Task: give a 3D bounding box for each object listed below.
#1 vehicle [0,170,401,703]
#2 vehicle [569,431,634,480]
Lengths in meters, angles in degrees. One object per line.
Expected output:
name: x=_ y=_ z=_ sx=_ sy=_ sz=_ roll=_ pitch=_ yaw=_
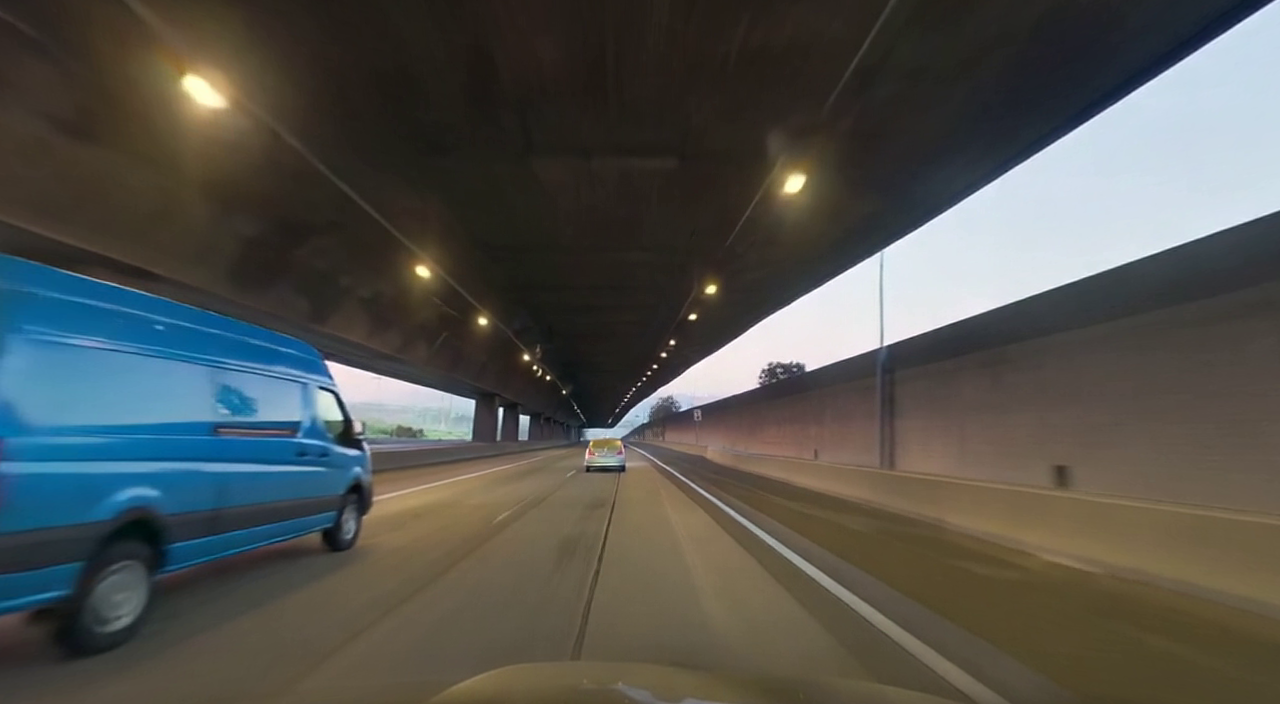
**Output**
vehicle: x=-4.155 y=0.678 z=4.987 sx=2.404 sy=2.459 sz=5.229 roll=0 pitch=-8 yaw=0
vehicle: x=-1.296 y=3.654 z=22.522 sx=2.095 sy=1.553 sz=4.069 roll=0 pitch=-8 yaw=-1
